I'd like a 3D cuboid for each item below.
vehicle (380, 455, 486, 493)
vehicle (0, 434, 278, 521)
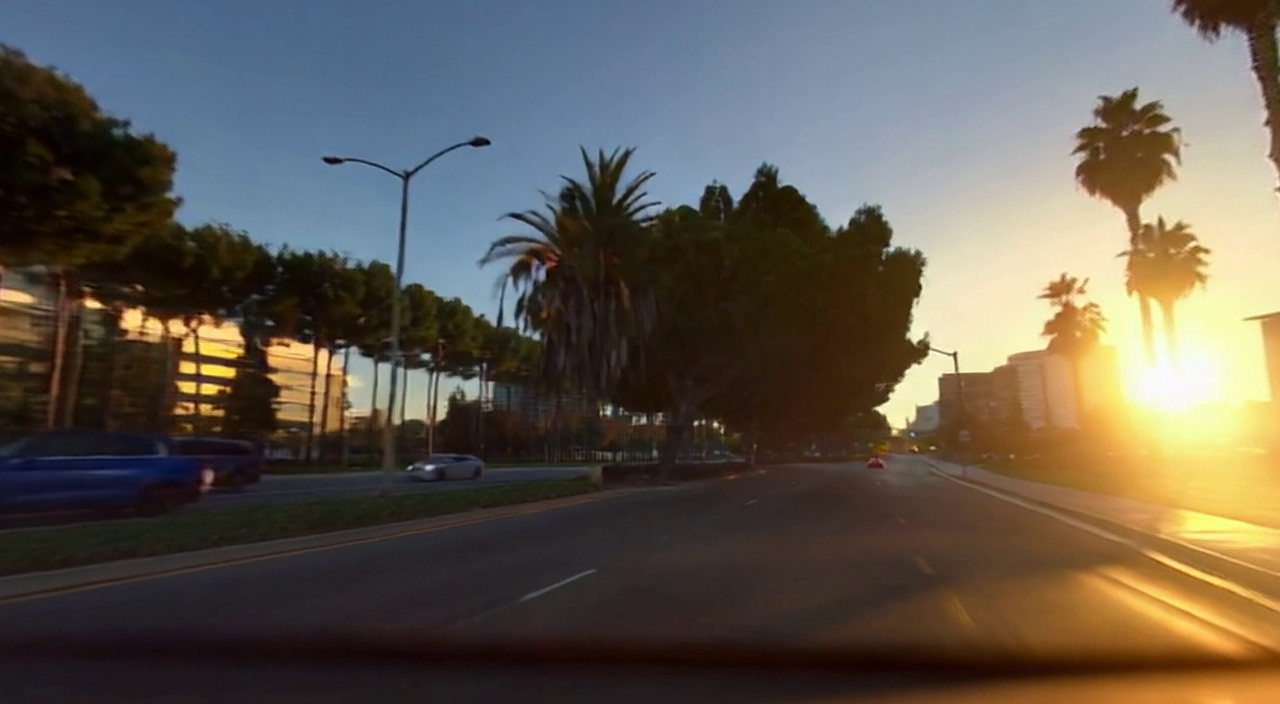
[{"bbox_3d":[-9.172,5.414,28.360,1.915,1.490,4.763,-3,-9,21],"label":"vehicle"},{"bbox_3d":[-13.271,3.233,16.960,2.273,1.890,5.841,-3,-9,19],"label":"vehicle"}]
